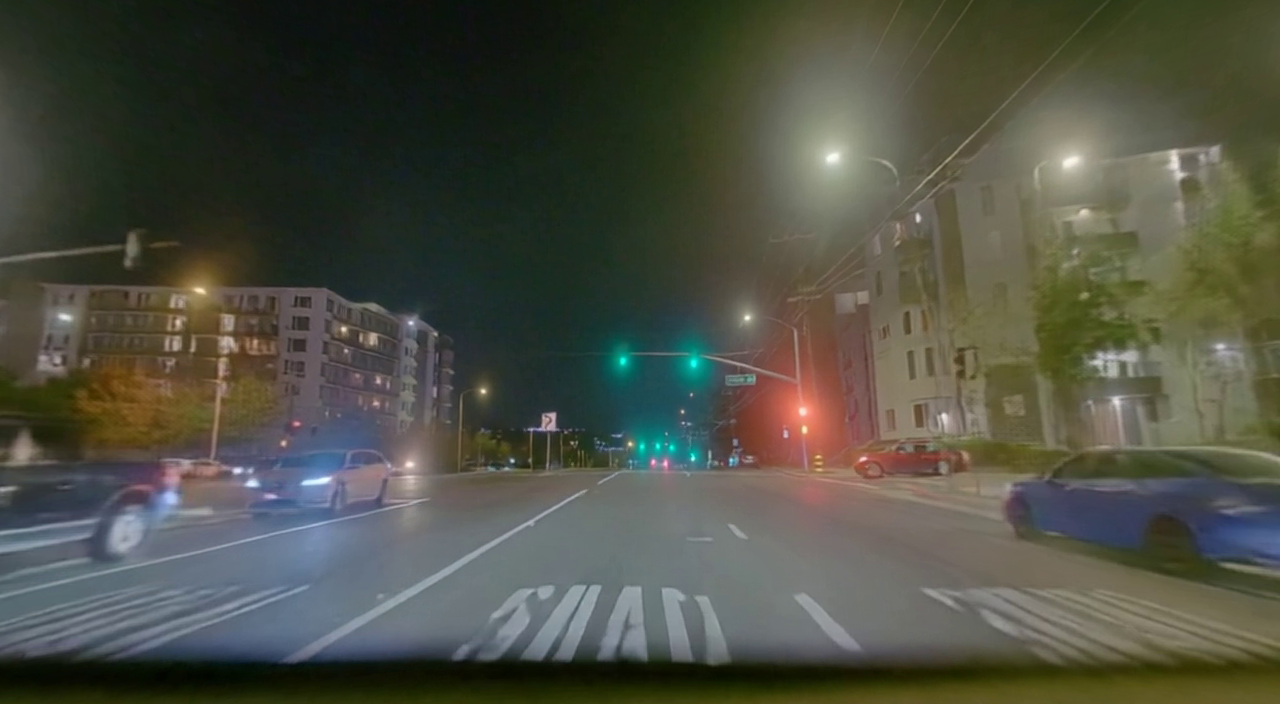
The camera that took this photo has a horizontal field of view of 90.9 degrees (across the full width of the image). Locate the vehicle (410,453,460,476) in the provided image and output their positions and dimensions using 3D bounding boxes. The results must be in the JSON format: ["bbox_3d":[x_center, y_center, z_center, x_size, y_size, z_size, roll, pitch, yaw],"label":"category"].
[{"bbox_3d":[-15.158,8.315,46.810,1.951,1.595,4.548,-1,-8,4],"label":"vehicle"}]

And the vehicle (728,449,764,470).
[{"bbox_3d":[7.990,8.143,47.824,1.875,1.481,4.434,0,-8,-1],"label":"vehicle"}]

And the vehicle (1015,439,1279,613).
[{"bbox_3d":[6.511,1.781,7.343,1.838,1.496,4.064,0,-8,1],"label":"vehicle"}]

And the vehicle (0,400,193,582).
[{"bbox_3d":[-7.412,1.400,6.372,2.074,1.794,4.832,0,-8,3],"label":"vehicle"}]

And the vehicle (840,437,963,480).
[{"bbox_3d":[10.549,4.324,25.714,4.171,1.654,1.919,-1,-8,5],"label":"vehicle"}]

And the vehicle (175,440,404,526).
[{"bbox_3d":[-6.971,2.619,13.336,1.953,1.471,4.744,0,-8,3],"label":"vehicle"}]
